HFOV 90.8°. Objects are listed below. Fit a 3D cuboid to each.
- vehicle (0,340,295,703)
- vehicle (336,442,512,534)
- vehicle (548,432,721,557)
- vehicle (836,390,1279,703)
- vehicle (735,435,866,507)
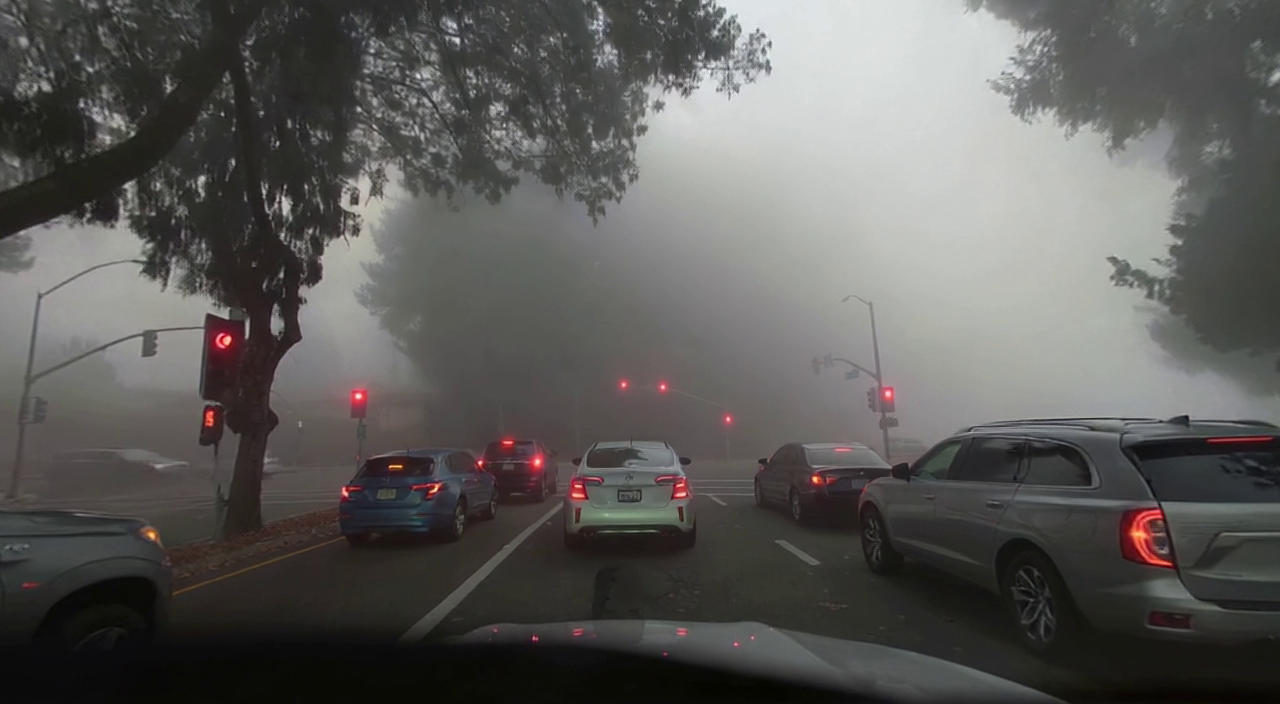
[{"bbox_3d":[-3.652,0.838,2.533,2.047,1.764,4.369,0,-8,0],"label":"vehicle"},{"bbox_3d":[-3.908,2.501,12.336,1.919,1.459,4.371,0,-8,0],"label":"vehicle"},{"bbox_3d":[-0.077,2.003,9.591,2.061,1.470,3.970,0,-8,0],"label":"vehicle"},{"bbox_3d":[3.394,1.304,5.423,1.933,1.564,4.600,0,-8,0],"label":"vehicle"},{"bbox_3d":[3.639,2.776,15.248,1.922,1.472,4.440,0,-8,-1],"label":"vehicle"}]
